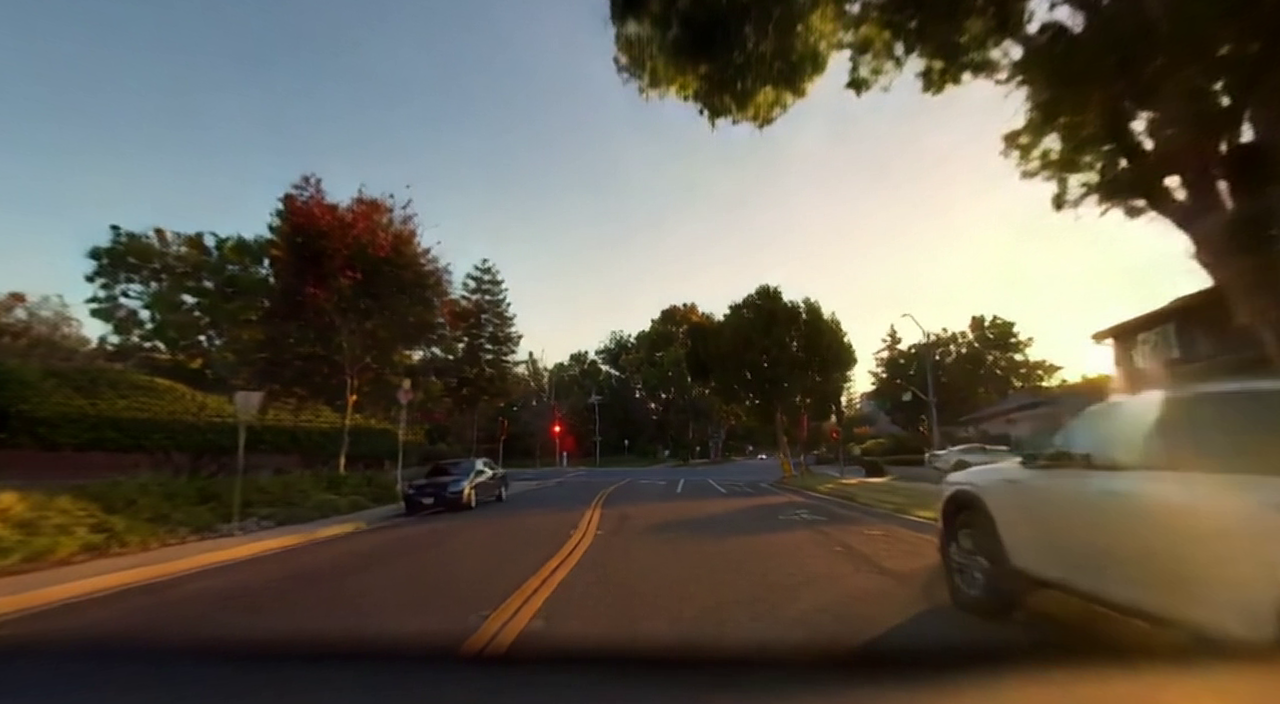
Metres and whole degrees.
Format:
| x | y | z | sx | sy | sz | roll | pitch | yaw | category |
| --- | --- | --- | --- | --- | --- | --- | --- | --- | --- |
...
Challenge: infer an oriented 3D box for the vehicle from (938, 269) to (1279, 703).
| x | y | z | sx | sy | sz | roll | pitch | yaw | category |
| --- | --- | --- | --- | --- | --- | --- | --- | --- | --- |
| 4.205 | 0.959 | 3.492 | 2.624 | 2.227 | 5.508 | 3 | -11 | 3 | vehicle |

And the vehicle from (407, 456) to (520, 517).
| x | y | z | sx | sy | sz | roll | pitch | yaw | category |
| --- | --- | --- | --- | --- | --- | --- | --- | --- | --- |
| -5.083 | 3.910 | 18.751 | 2.033 | 1.456 | 4.370 | -3 | -9 | 2 | vehicle |
